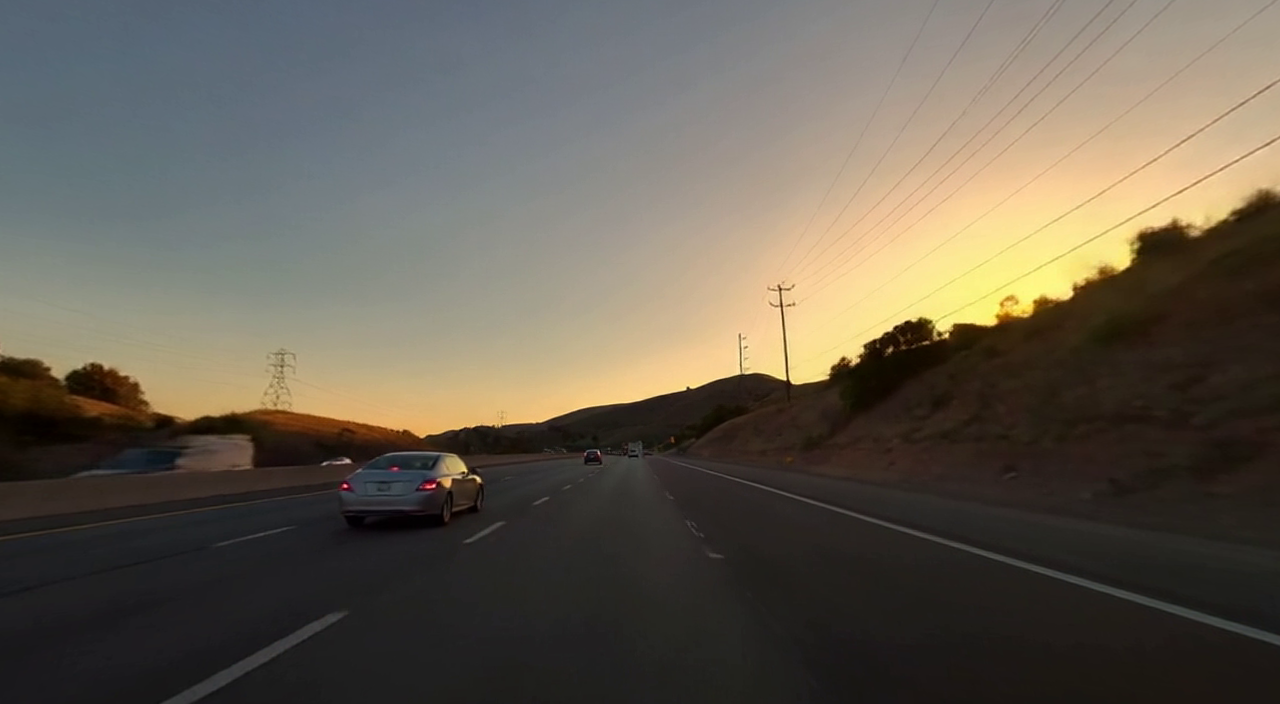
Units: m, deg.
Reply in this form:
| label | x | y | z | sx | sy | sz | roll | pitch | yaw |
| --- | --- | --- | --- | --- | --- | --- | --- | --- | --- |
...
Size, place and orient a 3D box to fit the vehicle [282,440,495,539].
| label | x | y | z | sx | sy | sz | roll | pitch | yaw |
| --- | --- | --- | --- | --- | --- | --- | --- | --- | --- |
| vehicle | -4.423 | 2.486 | 12.202 | 2.064 | 1.489 | 4.966 | 0 | -9 | 0 |
